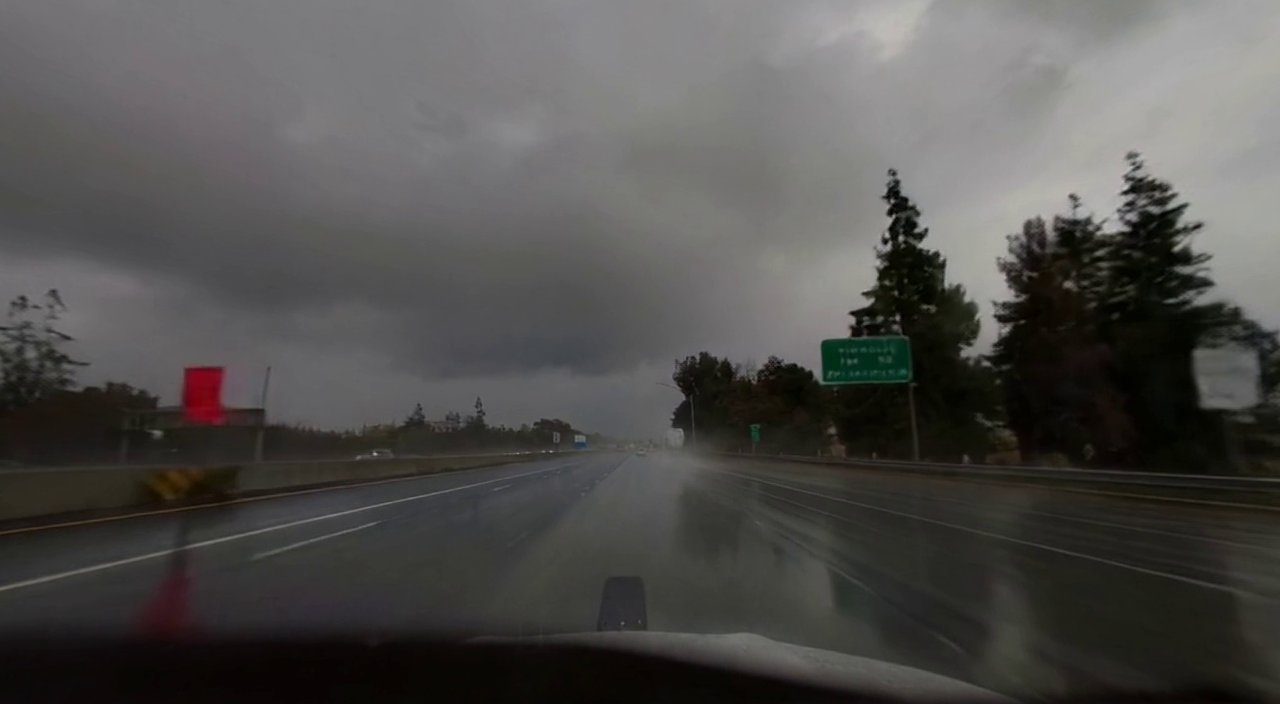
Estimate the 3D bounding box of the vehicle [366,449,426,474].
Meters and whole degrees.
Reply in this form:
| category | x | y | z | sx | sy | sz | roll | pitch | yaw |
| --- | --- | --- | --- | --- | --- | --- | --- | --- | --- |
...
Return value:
| category | x | y | z | sx | sy | sz | roll | pitch | yaw |
| --- | --- | --- | --- | --- | --- | --- | --- | --- | --- |
| vehicle | -15.564 | 6.988 | 40.480 | 1.903 | 1.486 | 4.666 | 0 | -9 | 1 |
